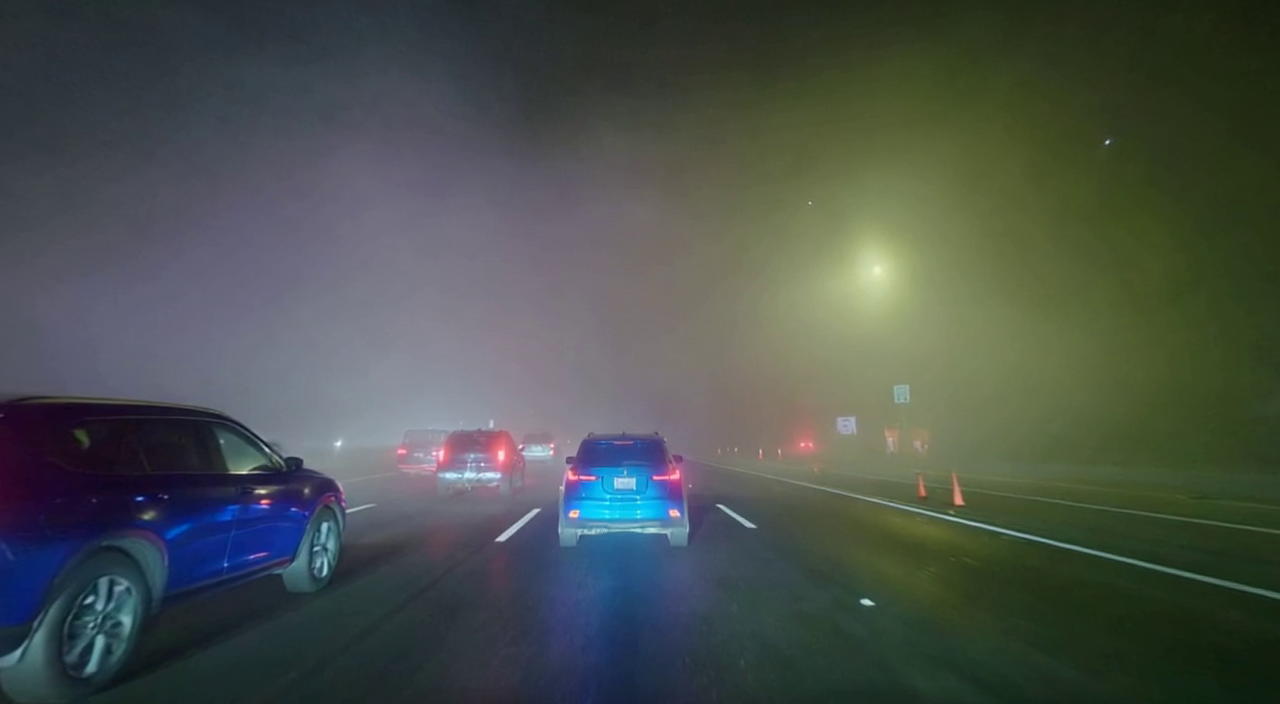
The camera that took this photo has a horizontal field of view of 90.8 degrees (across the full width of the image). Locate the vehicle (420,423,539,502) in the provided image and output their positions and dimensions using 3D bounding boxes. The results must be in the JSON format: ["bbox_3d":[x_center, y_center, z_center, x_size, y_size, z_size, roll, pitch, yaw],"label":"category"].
[{"bbox_3d":[-3.912,2.773,16.190,1.982,1.727,4.057,0,-9,-1],"label":"vehicle"}]

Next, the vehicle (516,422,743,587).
[{"bbox_3d":[-0.180,1.687,7.822,2.069,1.484,3.982,0,-9,-3],"label":"vehicle"}]

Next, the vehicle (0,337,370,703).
[{"bbox_3d":[-3.615,1.026,4.028,2.025,1.708,4.089,0,-9,-1],"label":"vehicle"}]
